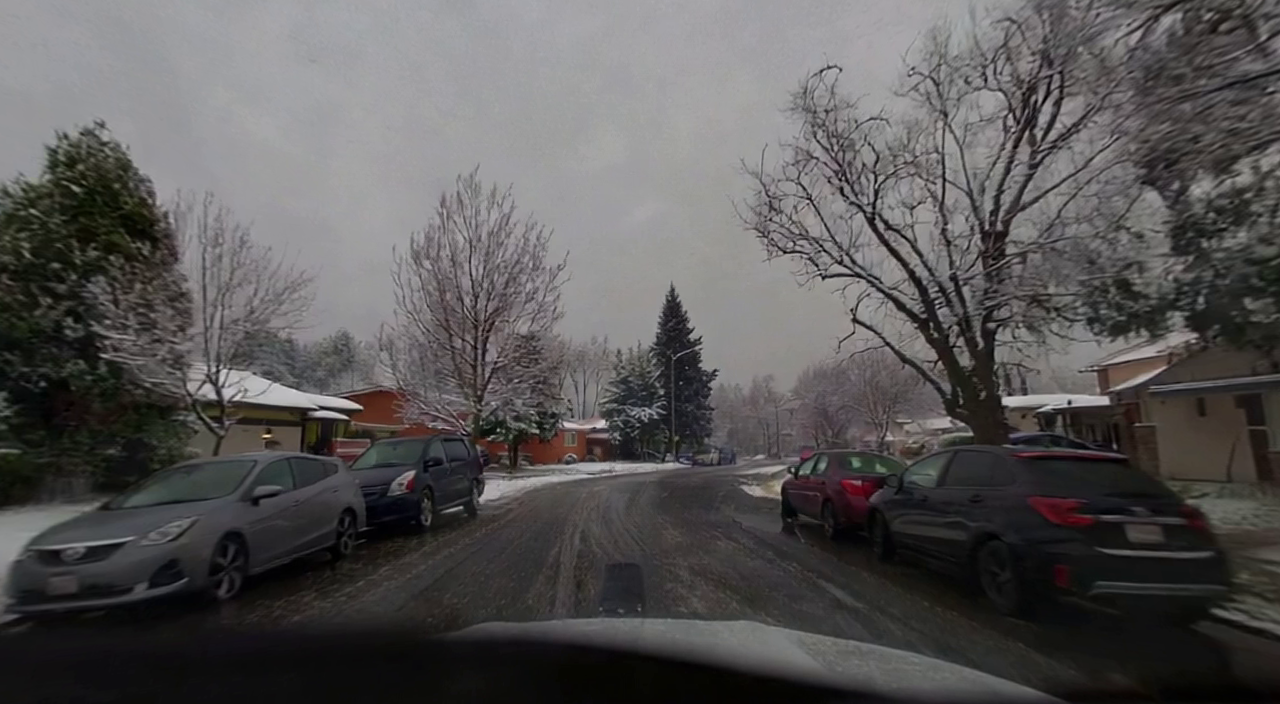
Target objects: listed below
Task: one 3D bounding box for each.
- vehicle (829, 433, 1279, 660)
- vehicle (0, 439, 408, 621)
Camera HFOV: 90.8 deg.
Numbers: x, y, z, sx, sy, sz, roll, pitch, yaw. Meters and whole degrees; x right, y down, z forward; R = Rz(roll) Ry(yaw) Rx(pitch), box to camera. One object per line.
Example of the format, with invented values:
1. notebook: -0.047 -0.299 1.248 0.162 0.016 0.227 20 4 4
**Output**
1. vehicle: 3.753 1.667 6.645 1.946 1.484 4.654 0 -9 -2
2. vehicle: -4.755 1.907 7.969 1.925 1.468 5.089 -2 -9 -2
